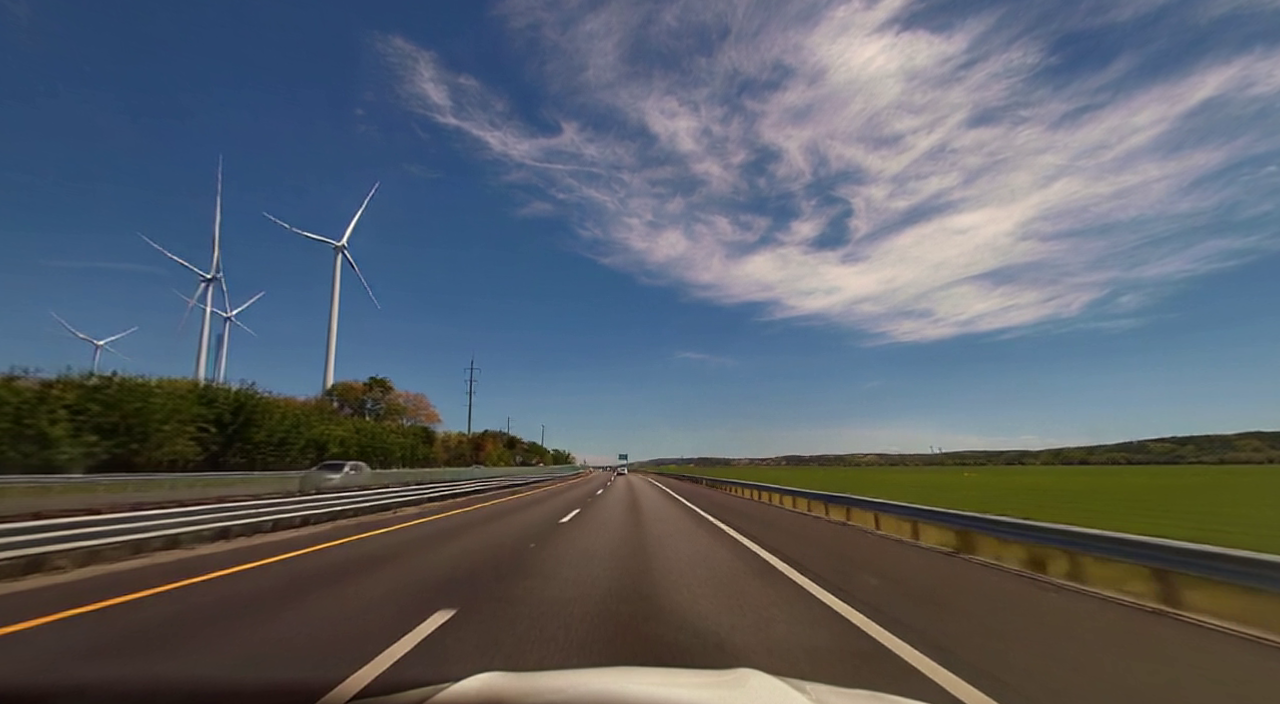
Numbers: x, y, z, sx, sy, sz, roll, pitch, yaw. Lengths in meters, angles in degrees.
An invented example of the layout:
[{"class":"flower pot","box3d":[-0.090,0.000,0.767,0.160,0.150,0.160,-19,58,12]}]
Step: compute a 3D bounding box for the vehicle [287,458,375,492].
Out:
[{"class":"vehicle","box3d":[-14.844,5.958,30.574,1.979,1.471,4.623,1,-11,-2]}]
